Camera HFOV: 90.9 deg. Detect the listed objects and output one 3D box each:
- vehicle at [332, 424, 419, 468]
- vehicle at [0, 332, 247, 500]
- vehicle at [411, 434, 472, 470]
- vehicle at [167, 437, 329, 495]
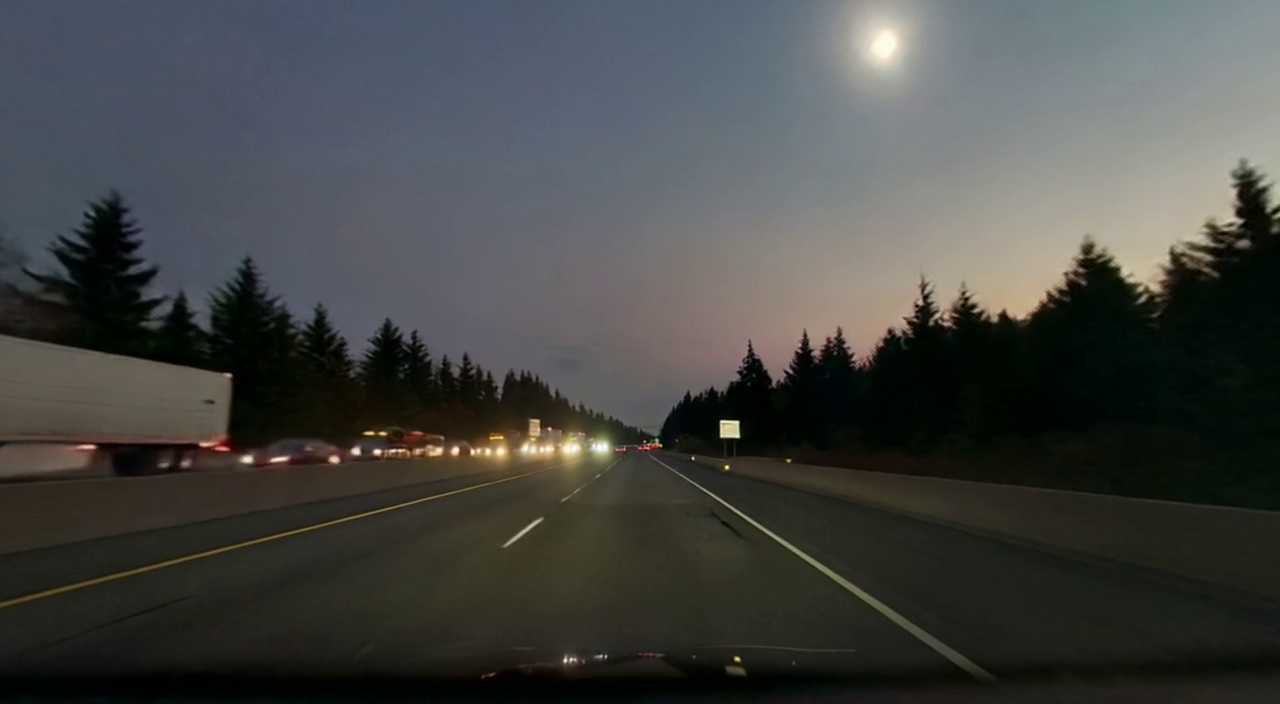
[{"bbox_3d":[-16.991,6.162,41.113,2.499,2.572,7.618,1,-9,-2],"label":"vehicle"},{"bbox_3d":[-17.381,2.015,18.265,3.303,4.066,13.558,0,-9,0],"label":"vehicle"},{"bbox_3d":[-12.337,6.237,39.503,2.164,2.078,4.841,0,-9,0],"label":"vehicle"},{"bbox_3d":[-12.516,3.678,20.666,1.919,1.636,5.221,0,-9,0],"label":"vehicle"}]
